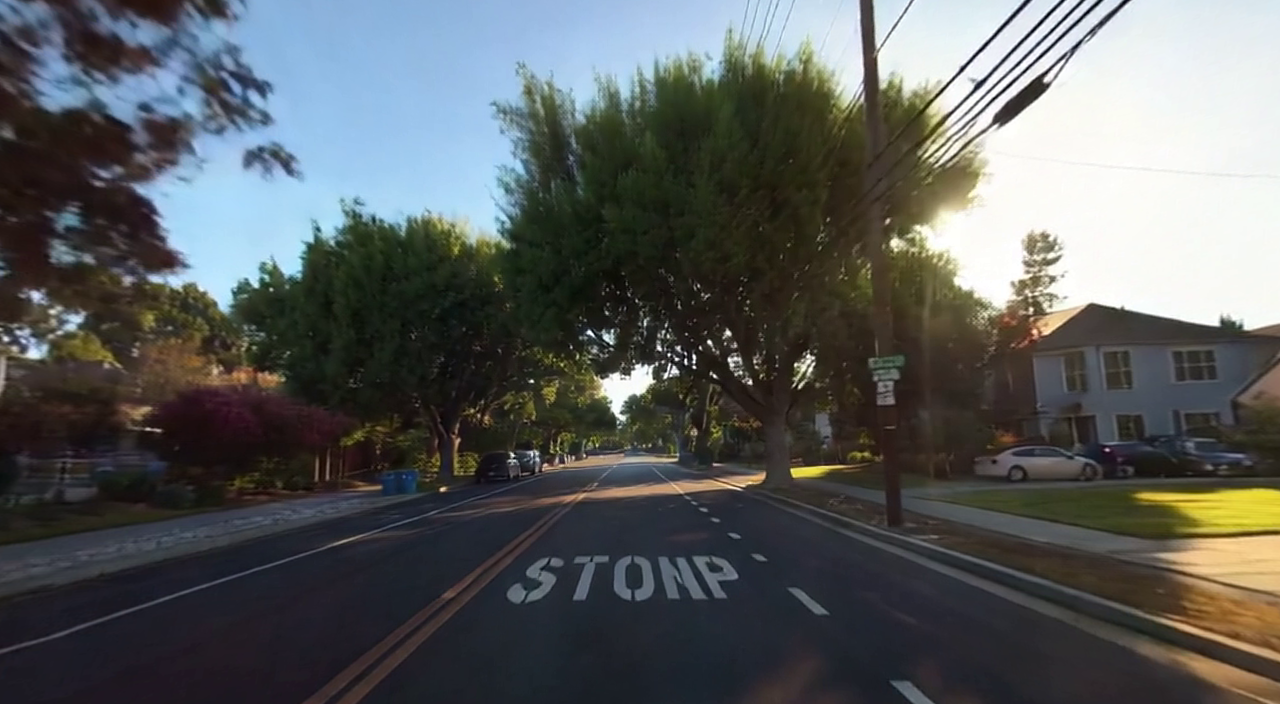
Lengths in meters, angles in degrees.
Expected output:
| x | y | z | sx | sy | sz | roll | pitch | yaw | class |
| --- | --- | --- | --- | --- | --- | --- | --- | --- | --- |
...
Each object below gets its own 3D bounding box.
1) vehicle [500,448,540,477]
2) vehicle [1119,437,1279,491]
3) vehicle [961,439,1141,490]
| x | y | z | sx | sy | sz | roll | pitch | yaw | class |
| --- | --- | --- | --- | --- | --- | --- | --- | --- | --- |
| -8.223 | 7.566 | 43.575 | 2.002 | 1.747 | 4.466 | -1 | -8 | -1 | vehicle |
| 19.110 | 3.716 | 21.233 | 4.362 | 1.480 | 1.903 | -3 | -7 | 0 | vehicle |
| 13.713 | 3.754 | 21.308 | 4.624 | 1.420 | 2.045 | -2 | -8 | -3 | vehicle |
